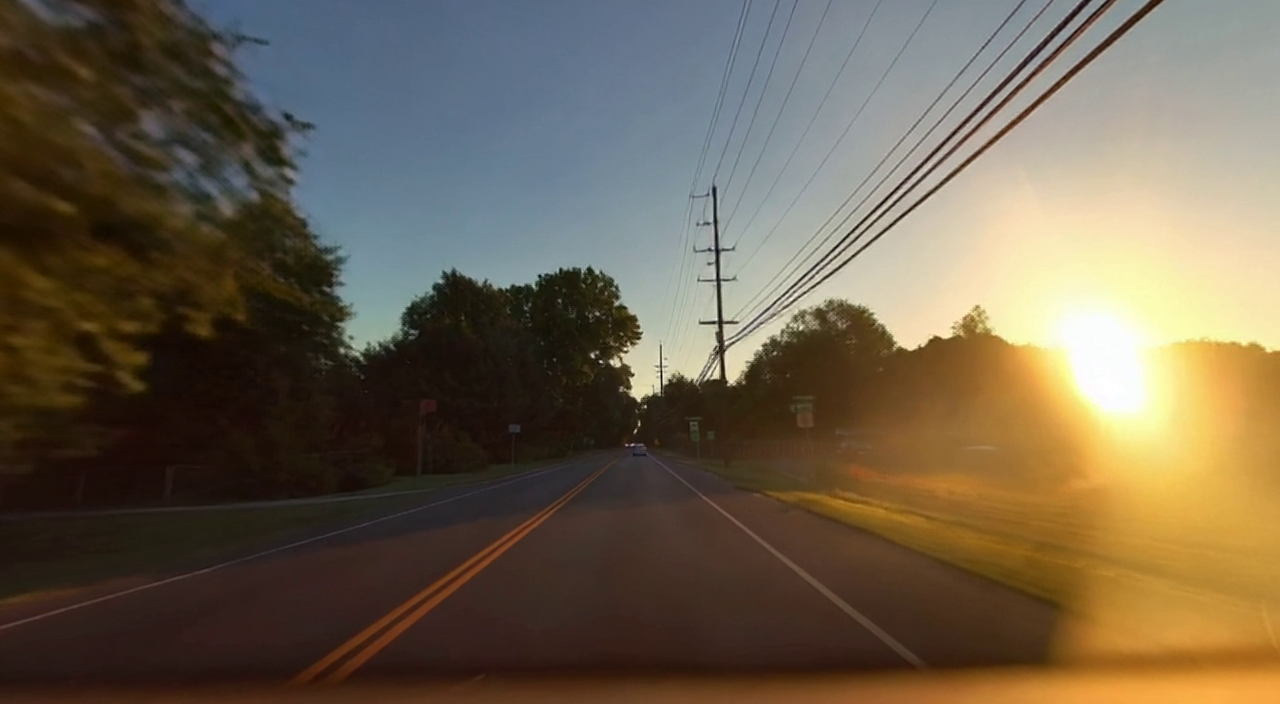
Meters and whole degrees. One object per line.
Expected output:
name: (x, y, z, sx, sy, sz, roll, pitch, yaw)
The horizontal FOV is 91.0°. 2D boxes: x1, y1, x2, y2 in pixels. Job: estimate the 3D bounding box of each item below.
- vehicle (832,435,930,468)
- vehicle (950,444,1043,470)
vehicle: (15.855, 6.578, 41.780, 5.494, 2.011, 2.421, -2, -9, 5)
vehicle: (21.761, 6.457, 38.579, 4.438, 1.499, 1.909, -1, -10, 4)
